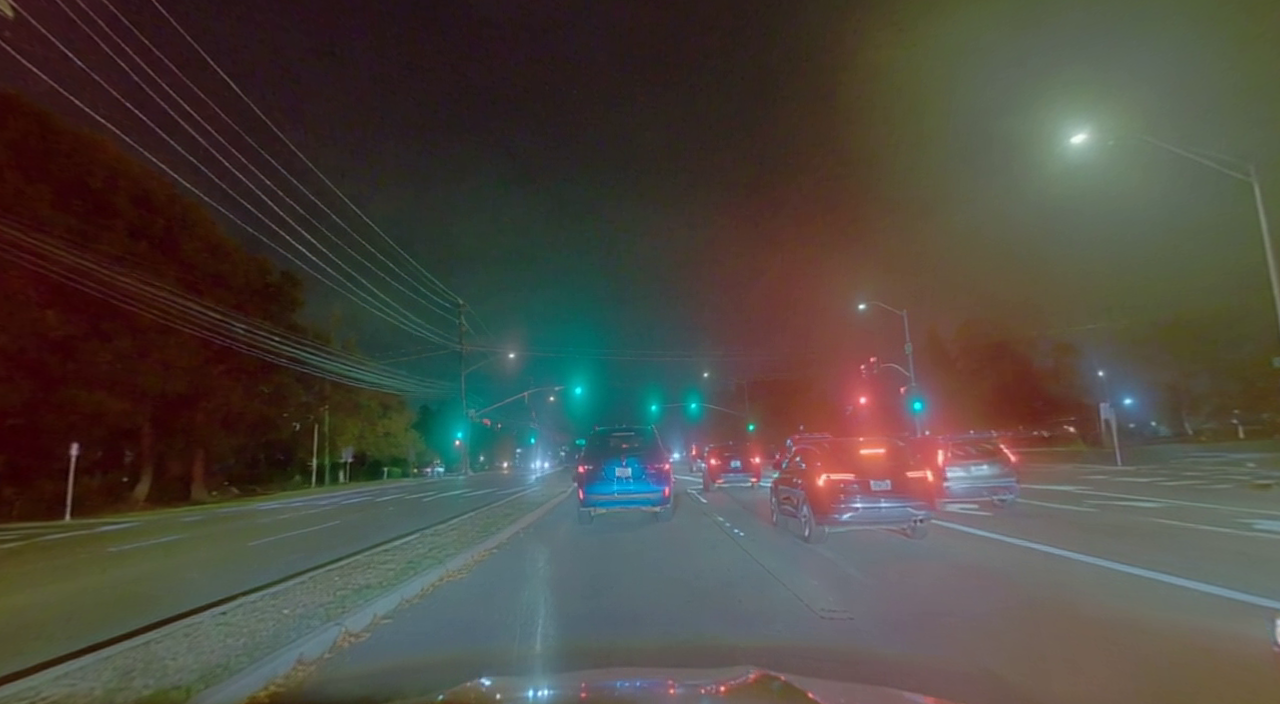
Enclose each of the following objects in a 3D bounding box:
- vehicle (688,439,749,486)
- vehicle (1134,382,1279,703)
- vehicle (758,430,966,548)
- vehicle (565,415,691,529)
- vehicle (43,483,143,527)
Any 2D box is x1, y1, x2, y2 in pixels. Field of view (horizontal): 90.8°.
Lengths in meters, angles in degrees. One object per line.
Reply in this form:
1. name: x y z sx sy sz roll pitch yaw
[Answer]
1. vehicle: 3.155 4.510 26.085 1.915 1.765 4.047 0 -9 -1
2. vehicle: 3.277 0.639 0.732 1.889 1.517 4.308 0 -9 0
3. vehicle: 3.422 2.187 10.799 1.880 1.579 4.401 0 -9 -1
4. vehicle: -0.266 2.463 13.454 2.231 1.998 4.254 0 -9 -1
5. vehicle: -26.520 7.403 30.603 4.526 1.715 1.989 -10 -13 26
